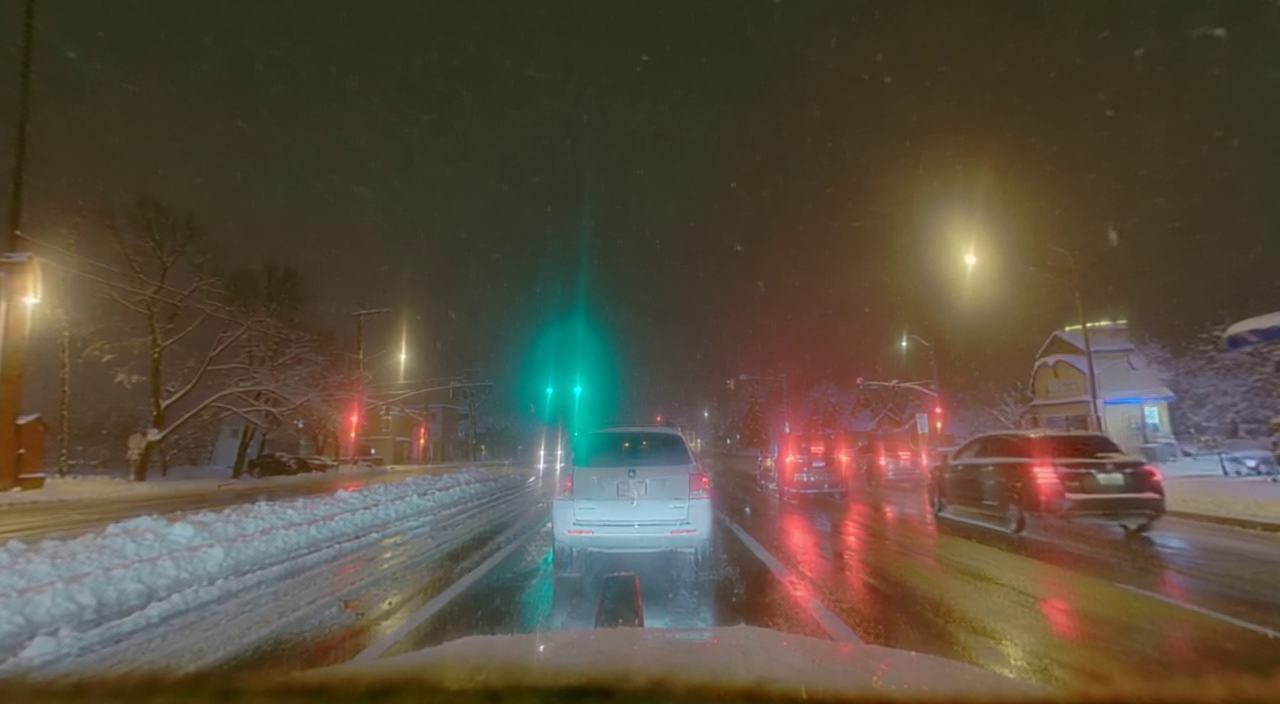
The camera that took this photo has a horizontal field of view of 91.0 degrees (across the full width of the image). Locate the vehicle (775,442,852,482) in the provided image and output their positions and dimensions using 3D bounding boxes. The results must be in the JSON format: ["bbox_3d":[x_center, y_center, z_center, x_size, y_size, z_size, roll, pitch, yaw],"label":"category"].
[{"bbox_3d":[6.859,4.393,25.347,1.833,1.452,4.237,0,-9,0],"label":"vehicle"}]

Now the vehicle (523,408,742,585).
[{"bbox_3d":[-0.058,1.693,8.114,2.115,1.700,3.901,0,-9,1],"label":"vehicle"}]

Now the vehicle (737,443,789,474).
[{"bbox_3d":[6.265,5.456,32.632,1.961,1.477,4.454,0,-9,2],"label":"vehicle"}]

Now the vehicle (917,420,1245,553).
[{"bbox_3d":[6.580,2.043,10.286,2.072,1.652,4.611,0,-9,1],"label":"vehicle"}]
